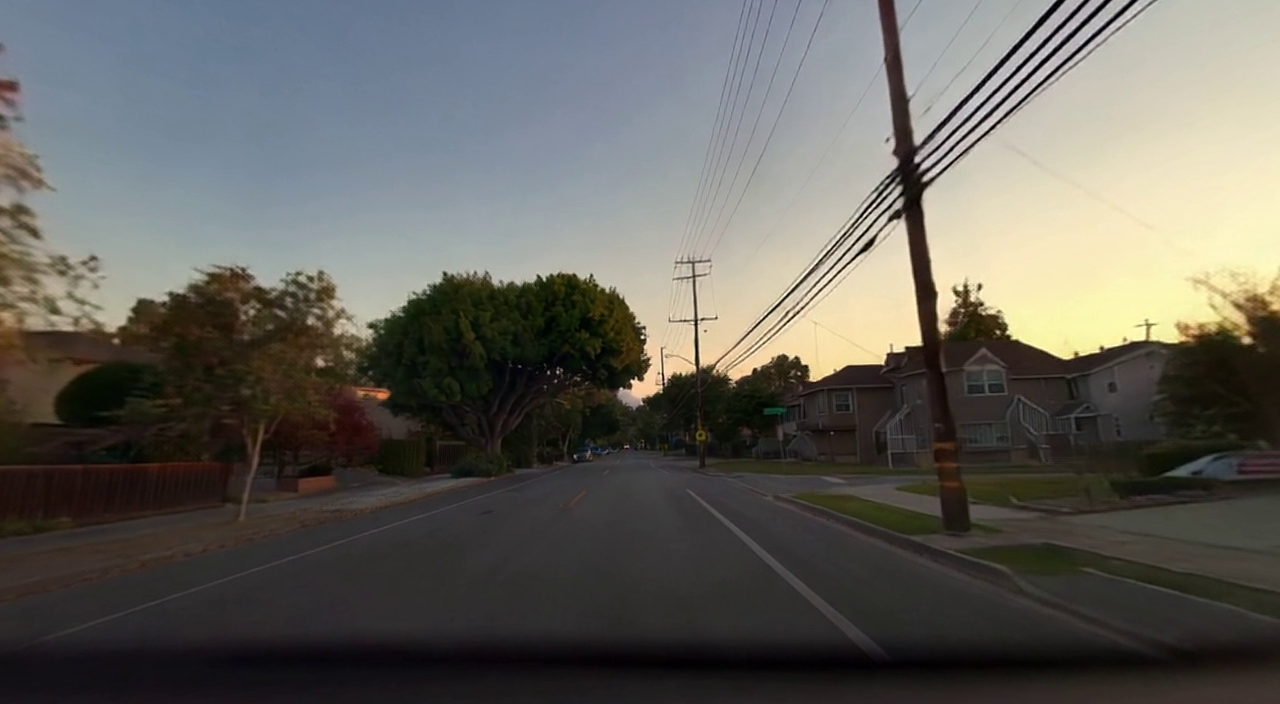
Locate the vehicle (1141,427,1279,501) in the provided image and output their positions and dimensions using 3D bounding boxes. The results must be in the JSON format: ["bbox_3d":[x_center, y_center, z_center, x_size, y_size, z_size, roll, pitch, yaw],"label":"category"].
[{"bbox_3d":[15.049,2.586,15.081,4.376,1.488,1.962,-4,-9,0],"label":"vehicle"}]
